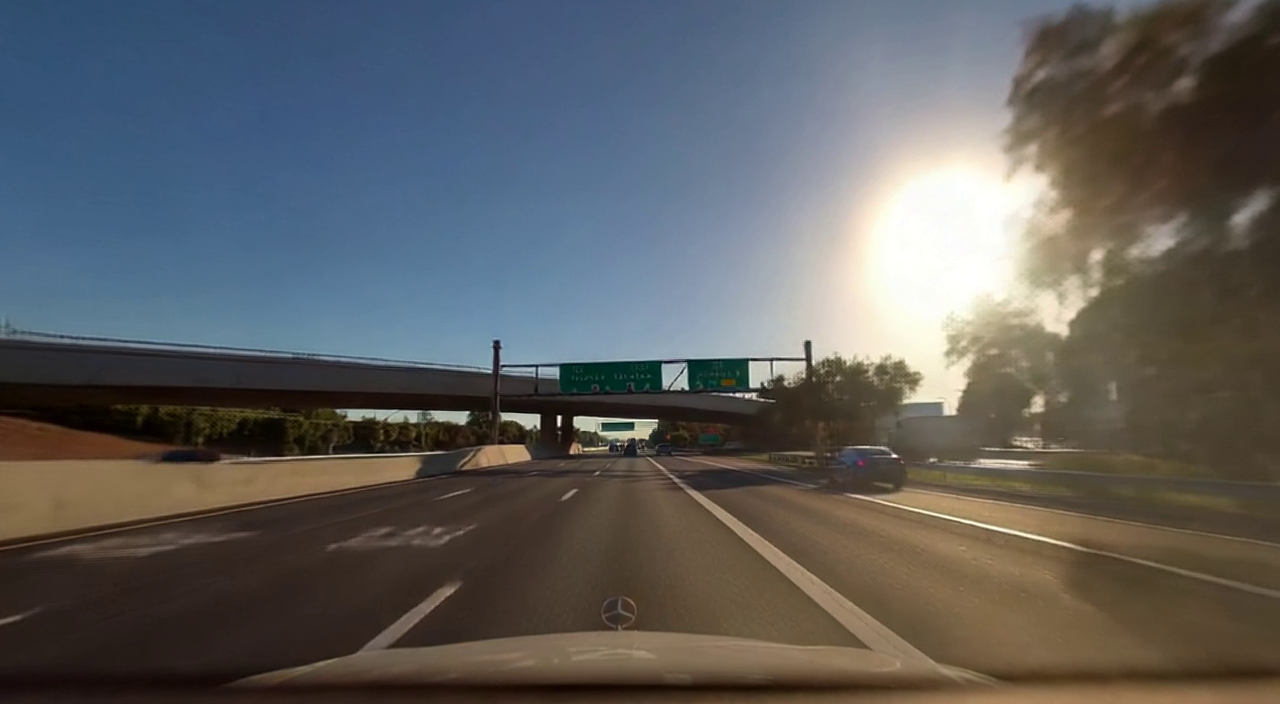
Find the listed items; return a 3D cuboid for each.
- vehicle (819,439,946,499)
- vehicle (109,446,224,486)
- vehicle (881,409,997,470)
[{"bbox_3d":[6.922,3.340,18.639,1.958,1.498,4.447,1,-8,-1],"label":"vehicle"},{"bbox_3d":[-22.840,5.472,30.760,1.961,1.692,4.636,0,-8,1],"label":"vehicle"},{"bbox_3d":[20.640,6.241,44.700,2.841,3.731,10.555,0,-9,-1],"label":"vehicle"}]
